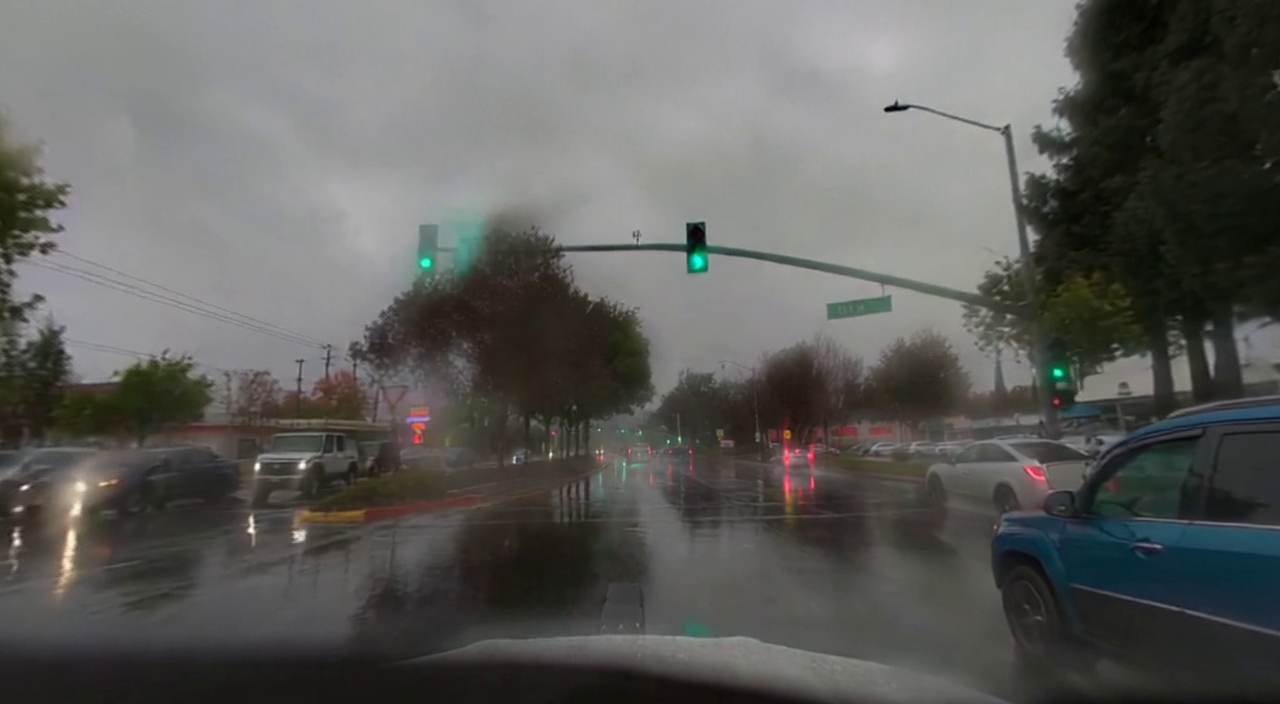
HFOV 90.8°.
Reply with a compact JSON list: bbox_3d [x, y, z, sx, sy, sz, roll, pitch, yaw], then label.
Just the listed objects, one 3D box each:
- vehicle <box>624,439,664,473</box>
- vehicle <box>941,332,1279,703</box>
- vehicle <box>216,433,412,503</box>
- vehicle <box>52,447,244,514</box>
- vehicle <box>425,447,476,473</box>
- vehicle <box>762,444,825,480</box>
[{"bbox_3d":[0.187,6.510,39.716,2.402,1.938,4.535,0,-9,-1],"label":"vehicle"},{"bbox_3d":[3.427,0.845,2.706,2.076,1.716,4.416,0,-9,0],"label":"vehicle"},{"bbox_3d":[-10.517,3.812,21.431,2.909,1.956,6.908,0,-9,1],"label":"vehicle"},{"bbox_3d":[-14.058,3.652,18.514,2.015,1.679,4.535,0,-9,-1],"label":"vehicle"},{"bbox_3d":[-14.045,8.031,47.212,2.159,1.836,5.038,0,-9,1],"label":"vehicle"},{"bbox_3d":[6.952,5.004,28.959,1.879,1.517,4.006,0,-9,0],"label":"vehicle"}]
